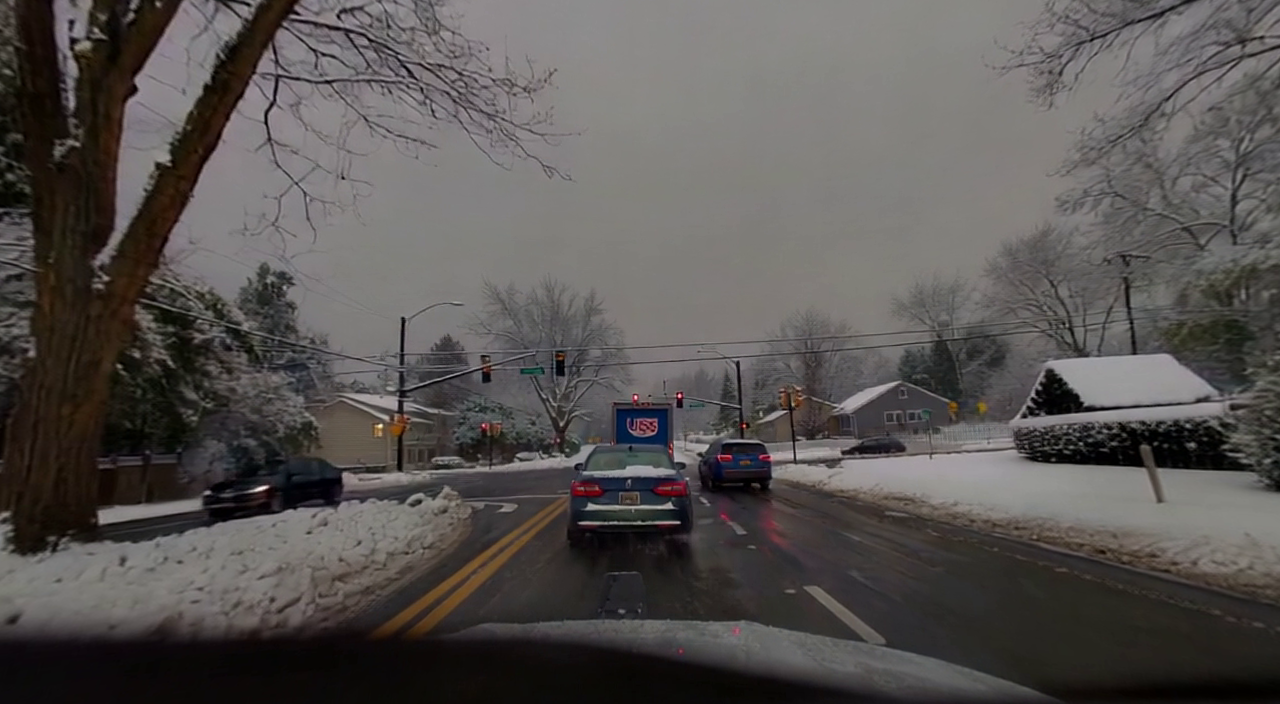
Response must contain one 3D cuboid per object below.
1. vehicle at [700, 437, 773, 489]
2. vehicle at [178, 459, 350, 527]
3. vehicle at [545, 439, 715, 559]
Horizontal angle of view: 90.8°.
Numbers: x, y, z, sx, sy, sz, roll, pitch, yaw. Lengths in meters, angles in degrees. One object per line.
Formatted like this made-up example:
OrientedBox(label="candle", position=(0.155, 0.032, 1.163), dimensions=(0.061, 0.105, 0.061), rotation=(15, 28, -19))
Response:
OrientedBox(label="vehicle", position=(3.690, 4.331, 25.054), dimensions=(2.145, 1.847, 4.524), rotation=(0, -8, -1))
OrientedBox(label="vehicle", position=(-9.770, 3.654, 16.924), dimensions=(1.950, 1.467, 4.270), rotation=(0, -8, 0))
OrientedBox(label="vehicle", position=(-0.159, 2.164, 10.100), dimensions=(2.135, 1.483, 4.207), rotation=(0, -8, -1))
